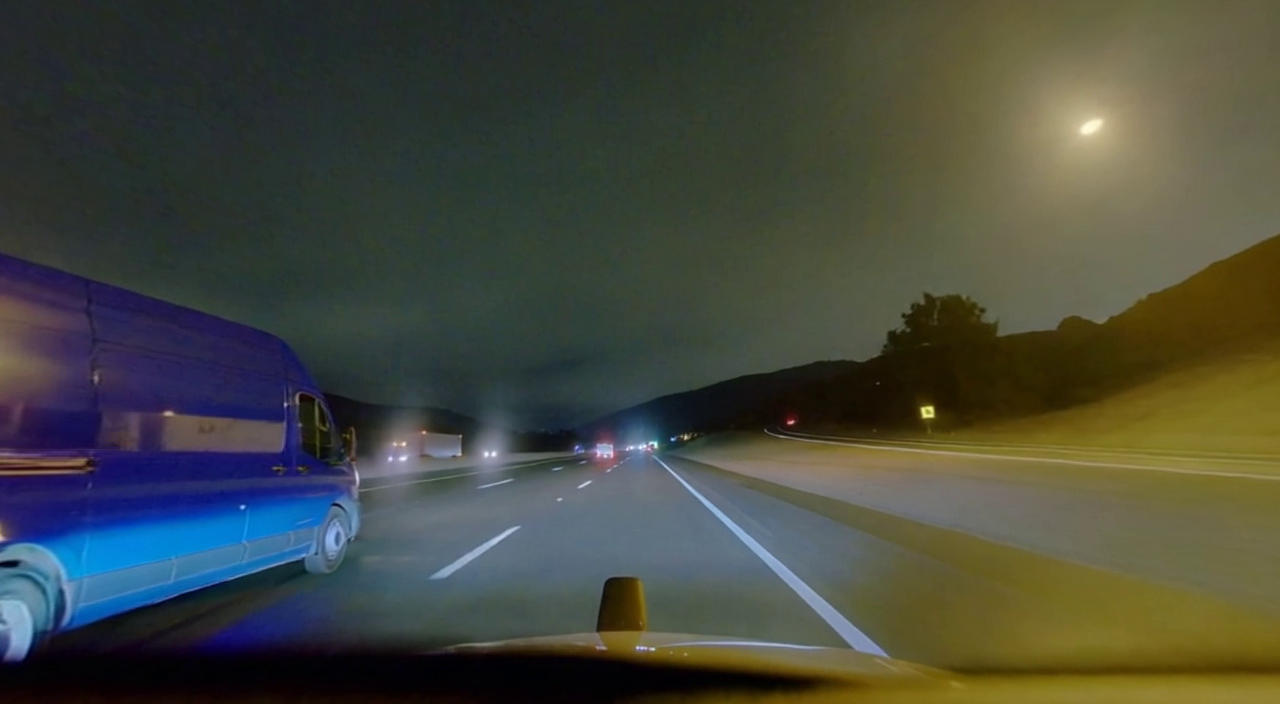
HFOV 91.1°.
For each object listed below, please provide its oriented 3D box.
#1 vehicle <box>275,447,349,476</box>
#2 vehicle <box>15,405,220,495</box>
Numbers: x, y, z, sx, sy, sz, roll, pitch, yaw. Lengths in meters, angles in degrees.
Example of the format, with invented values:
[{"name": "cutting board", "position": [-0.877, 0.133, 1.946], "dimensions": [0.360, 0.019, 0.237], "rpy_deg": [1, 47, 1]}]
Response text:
[{"name": "vehicle", "position": [-21.651, 7.220, 41.712], "dimensions": [2.157, 1.715, 4.929], "rpy_deg": [0, -8, 1]}, {"name": "vehicle", "position": [-25.759, 4.939, 31.790], "dimensions": [2.998, 3.912, 8.302], "rpy_deg": [0, -8, 1]}]
